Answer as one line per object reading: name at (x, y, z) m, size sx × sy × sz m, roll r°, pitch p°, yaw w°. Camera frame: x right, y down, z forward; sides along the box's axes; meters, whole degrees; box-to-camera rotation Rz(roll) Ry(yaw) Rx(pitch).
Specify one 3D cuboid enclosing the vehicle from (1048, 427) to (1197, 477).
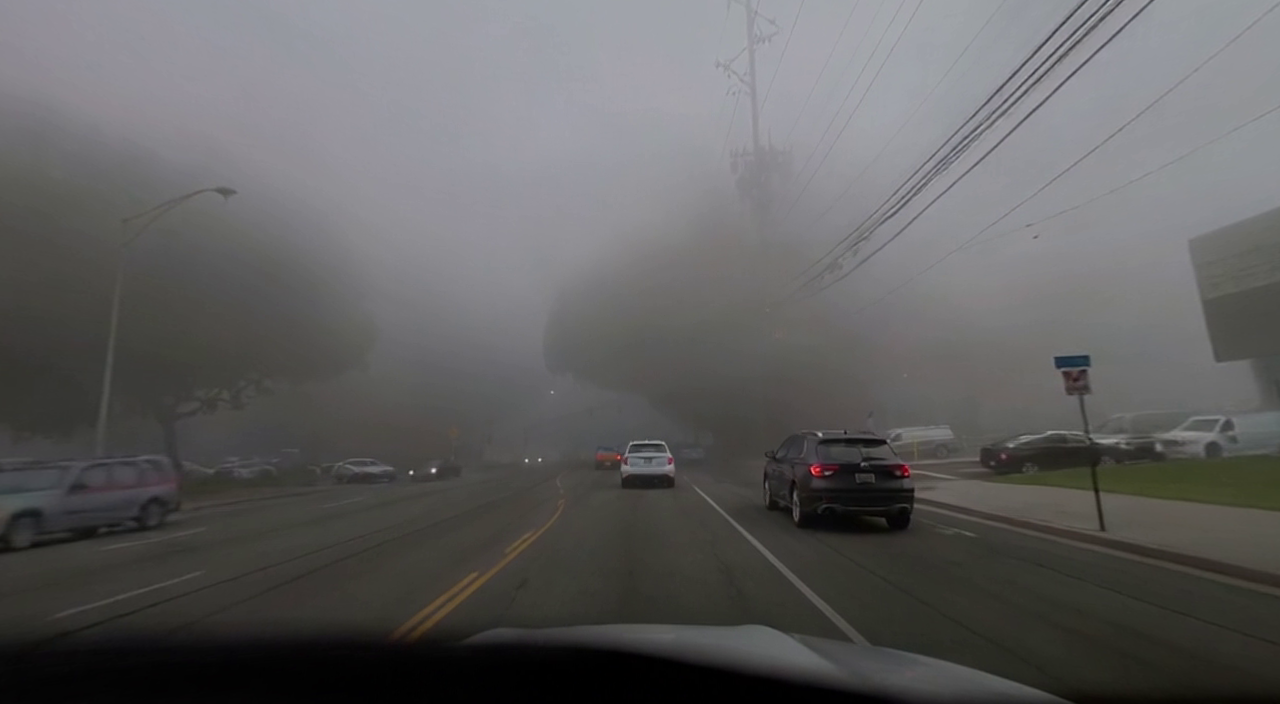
vehicle at (16.129, 3.370, 21.386) m, size 2.018 × 1.488 × 4.059 m, roll -1°, pitch -8°, yaw 4°

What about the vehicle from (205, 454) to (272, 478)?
vehicle at (-30.358, 8.585, 47.832) m, size 1.903 × 1.649 × 4.654 m, roll 0°, pitch -8°, yaw 1°

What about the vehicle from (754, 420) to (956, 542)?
vehicle at (3.473, 2.174, 11.305) m, size 2.024 × 1.711 × 4.512 m, roll 0°, pitch -8°, yaw 0°

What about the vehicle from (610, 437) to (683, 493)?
vehicle at (0.213, 3.704, 21.066) m, size 2.200 × 1.653 × 4.127 m, roll 0°, pitch -8°, yaw 1°

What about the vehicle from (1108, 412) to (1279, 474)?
vehicle at (18.703, 3.122, 21.347) m, size 1.950 × 1.797 × 4.967 m, roll -3°, pitch -10°, yaw 3°

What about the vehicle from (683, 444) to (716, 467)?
vehicle at (4.117, 7.185, 43.935) m, size 1.880 × 1.503 × 4.130 m, roll 0°, pitch -8°, yaw 0°

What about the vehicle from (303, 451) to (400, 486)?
vehicle at (-14.727, 5.947, 32.223) m, size 4.290 × 1.510 × 2.006 m, roll -6°, pitch -10°, yaw 18°

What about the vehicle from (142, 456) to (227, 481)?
vehicle at (-30.382, 7.771, 42.266) m, size 1.951 × 1.459 × 4.803 m, roll -1°, pitch -8°, yaw 2°

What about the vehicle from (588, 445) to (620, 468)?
vehicle at (-2.567, 7.262, 44.035) m, size 2.104 × 1.488 × 4.546 m, roll 0°, pitch -8°, yaw -5°

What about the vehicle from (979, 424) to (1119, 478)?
vehicle at (13.479, 3.310, 21.155) m, size 1.899 × 1.602 × 4.297 m, roll -1°, pitch -8°, yaw 2°
